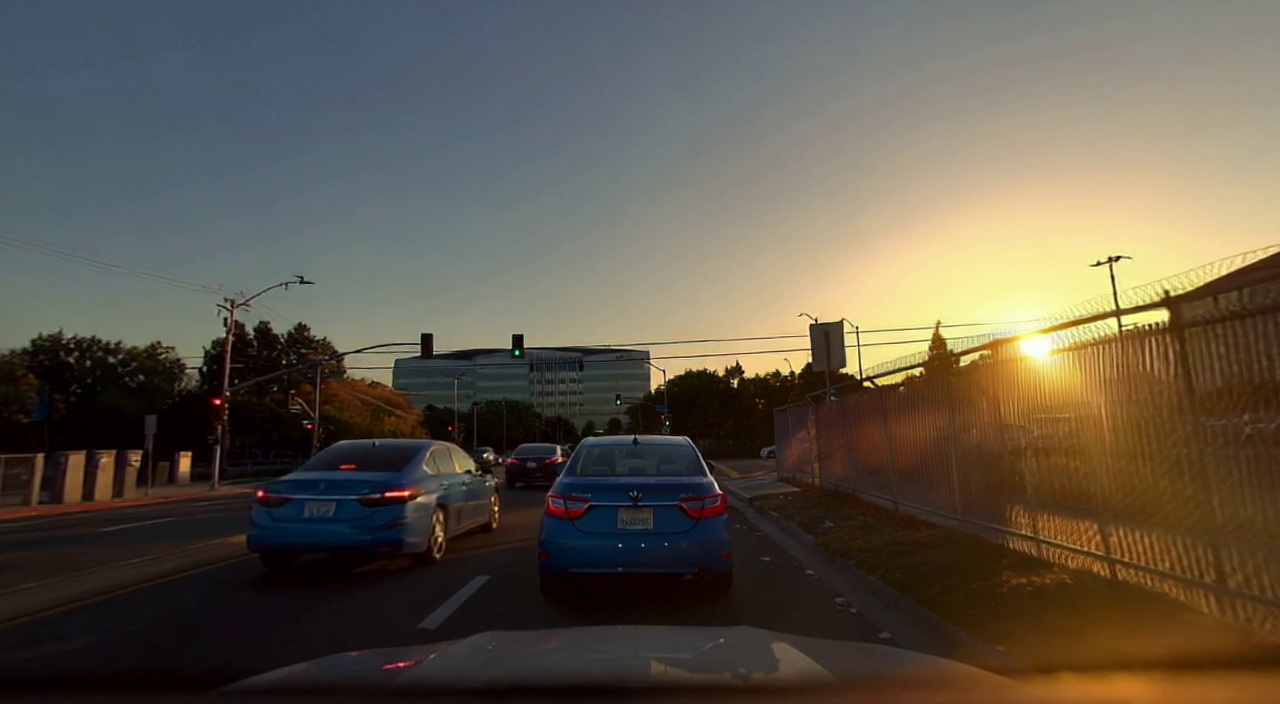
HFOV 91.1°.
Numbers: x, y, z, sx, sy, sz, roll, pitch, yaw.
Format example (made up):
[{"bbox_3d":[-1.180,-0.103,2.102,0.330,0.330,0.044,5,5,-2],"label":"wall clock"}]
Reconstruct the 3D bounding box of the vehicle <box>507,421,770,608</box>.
[{"bbox_3d":[-0.019,1.643,7.245,2.144,1.514,4.063,0,-9,0],"label":"vehicle"}]

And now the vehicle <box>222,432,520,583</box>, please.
[{"bbox_3d":[-3.144,1.904,8.627,1.971,1.488,4.581,0,-9,1],"label":"vehicle"}]
